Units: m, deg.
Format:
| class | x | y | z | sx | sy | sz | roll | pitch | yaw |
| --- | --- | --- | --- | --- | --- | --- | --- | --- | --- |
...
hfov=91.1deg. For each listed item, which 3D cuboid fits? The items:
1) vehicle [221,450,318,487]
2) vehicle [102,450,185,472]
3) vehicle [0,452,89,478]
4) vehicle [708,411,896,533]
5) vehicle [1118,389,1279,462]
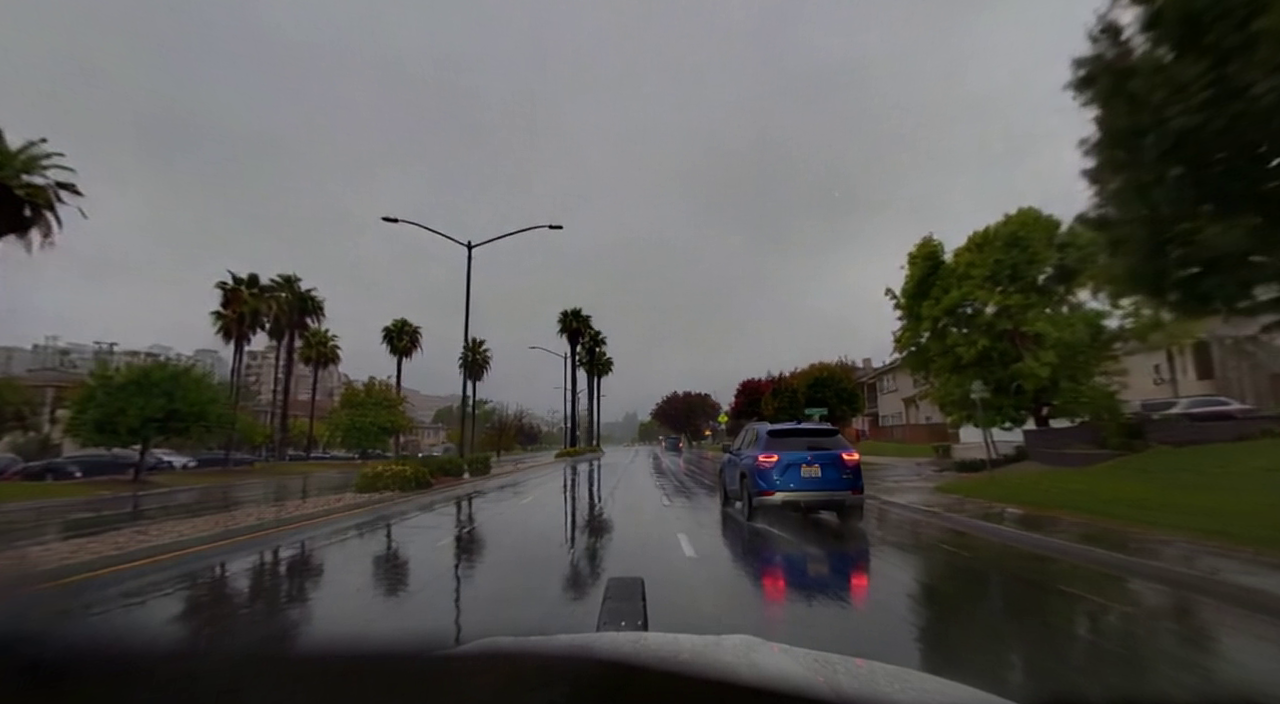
| class | x | y | z | sx | sy | sz | roll | pitch | yaw |
| --- | --- | --- | --- | --- | --- | --- | --- | --- | --- |
| vehicle | -16.218 | 5.105 | 27.813 | 2.018 | 1.438 | 4.448 | 1 | -8 | -7 |
| vehicle | -36.447 | 7.994 | 46.128 | 4.414 | 1.480 | 1.924 | 0 | -8 | 1 |
| vehicle | -36.352 | 6.838 | 38.179 | 4.080 | 1.476 | 1.821 | -1 | -8 | 5 |
| vehicle | 2.681 | 2.142 | 11.788 | 2.195 | 1.804 | 4.658 | 0 | -8 | -1 |
| vehicle | 28.263 | 3.814 | 31.837 | 2.811 | 3.303 | 6.565 | 0 | -8 | 1 |
